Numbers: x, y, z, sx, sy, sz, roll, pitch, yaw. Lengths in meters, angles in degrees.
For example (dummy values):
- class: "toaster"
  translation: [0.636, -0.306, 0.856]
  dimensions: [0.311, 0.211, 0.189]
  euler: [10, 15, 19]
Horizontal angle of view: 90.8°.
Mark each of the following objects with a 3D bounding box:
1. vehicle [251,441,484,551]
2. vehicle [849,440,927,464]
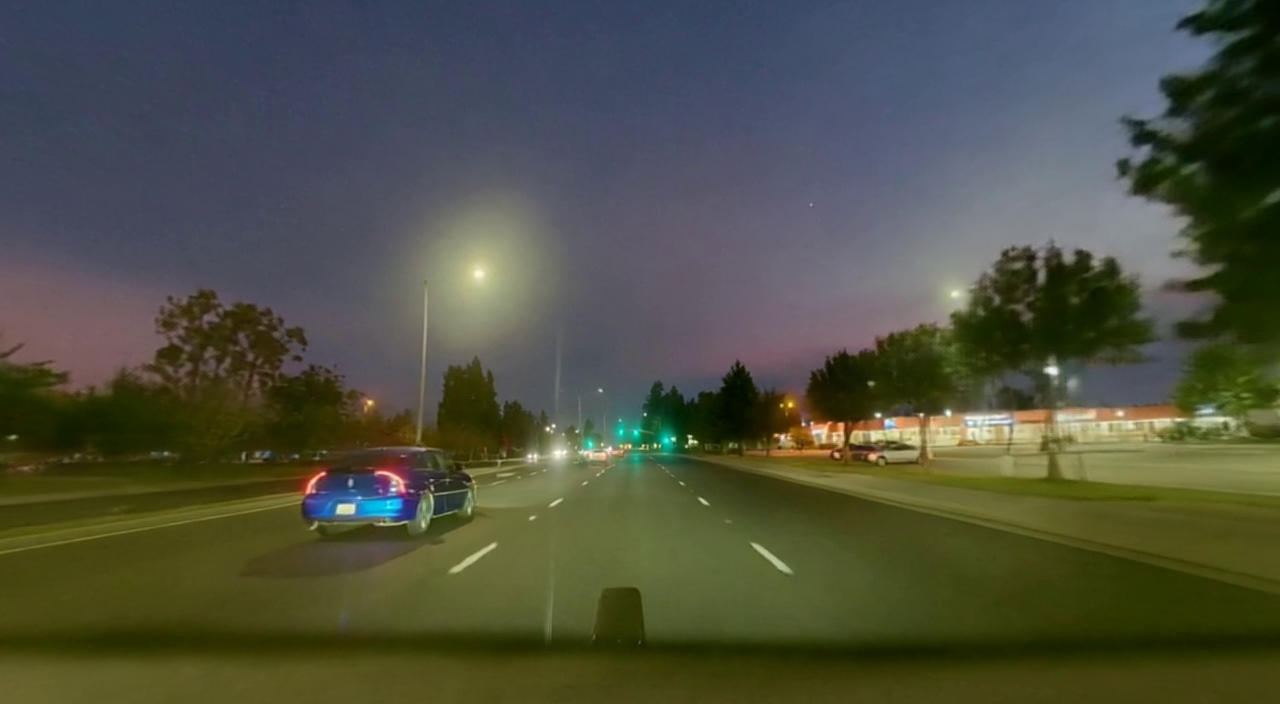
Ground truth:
- class: "vehicle"
  translation: [-4.242, 2.289, 10.830]
  dimensions: [2.003, 1.454, 4.484]
  euler: [0, -9, 0]
- class: "vehicle"
  translation: [16.087, 6.524, 41.117]
  dimensions: [4.197, 1.466, 1.930]
  euler: [0, -9, -2]
